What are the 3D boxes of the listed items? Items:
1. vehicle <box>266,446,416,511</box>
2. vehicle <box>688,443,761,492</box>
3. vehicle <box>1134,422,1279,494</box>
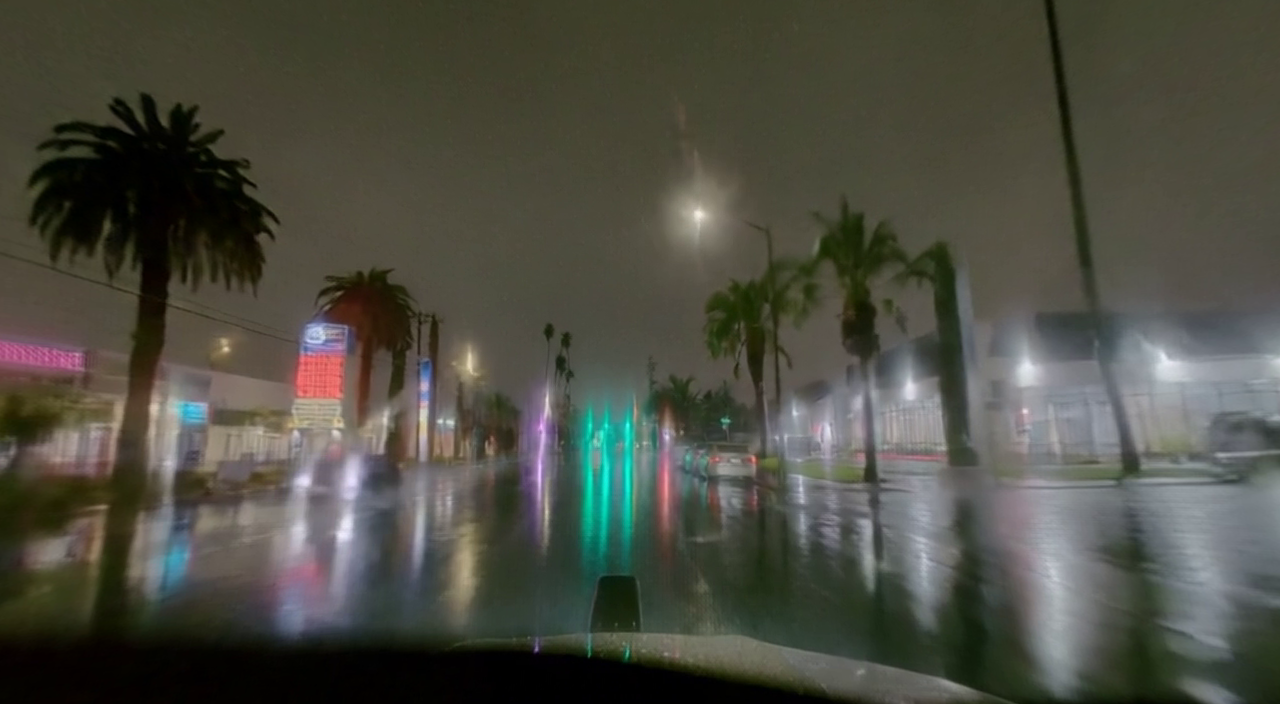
[{"bbox_3d":[-7.680,3.253,16.769,1.923,1.485,4.186,0,-9,0],"label":"vehicle"},{"bbox_3d":[2.963,4.190,23.239,2.046,1.588,4.508,0,-9,0],"label":"vehicle"},{"bbox_3d":[14.826,2.452,14.736,4.793,1.537,2.105,0,-9,-1],"label":"vehicle"}]
